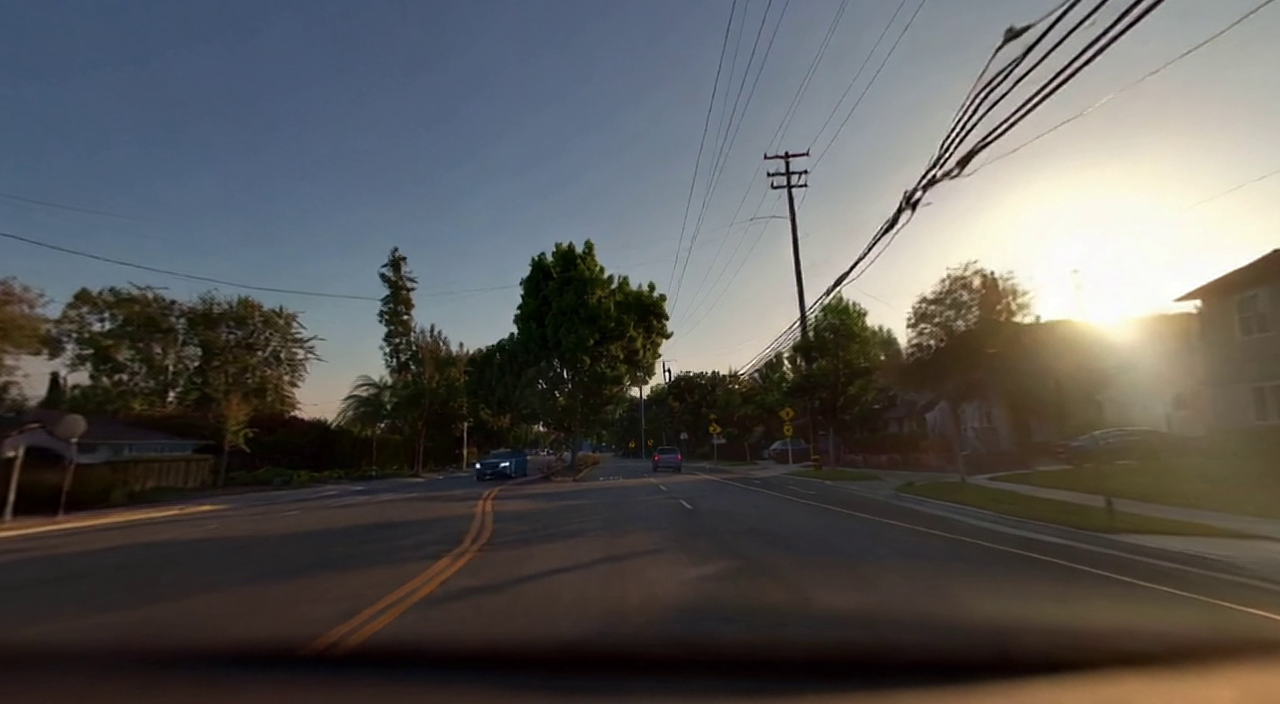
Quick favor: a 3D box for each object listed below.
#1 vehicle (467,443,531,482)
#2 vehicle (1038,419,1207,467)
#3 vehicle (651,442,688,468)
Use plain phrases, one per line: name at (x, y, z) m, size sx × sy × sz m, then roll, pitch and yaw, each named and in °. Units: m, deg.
vehicle at (-6.905, 5.448, 31.391) m, size 2.127 × 1.725 × 4.366 m, roll -2°, pitch -9°, yaw 1°
vehicle at (18.077, 3.502, 24.001) m, size 4.766 × 1.493 × 2.076 m, roll -9°, pitch -11°, yaw 31°
vehicle at (2.105, 7.675, 47.036) m, size 2.144 × 1.843 × 4.827 m, roll 1°, pitch -9°, yaw -5°
